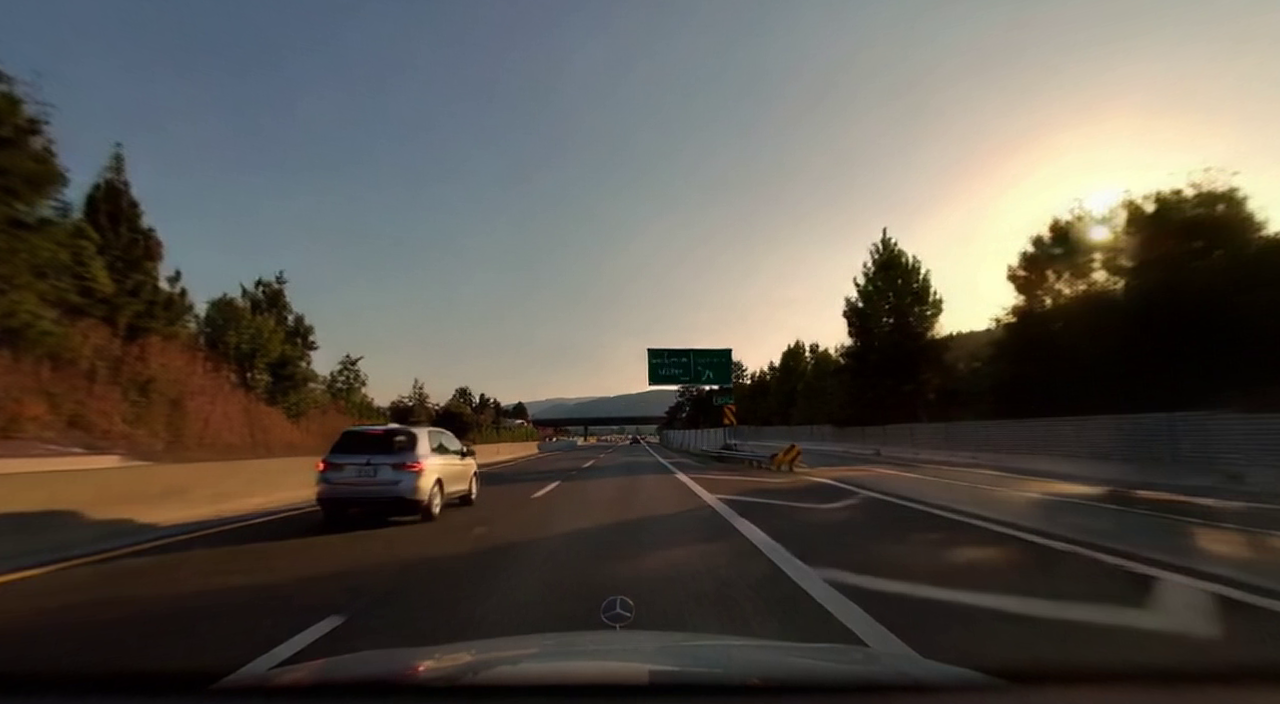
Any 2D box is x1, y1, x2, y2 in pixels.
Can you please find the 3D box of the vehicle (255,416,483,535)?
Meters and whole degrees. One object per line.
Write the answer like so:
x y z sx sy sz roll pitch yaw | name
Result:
-4.305 1.998 10.944 2.129 1.641 4.263 0 -8 -1 | vehicle
